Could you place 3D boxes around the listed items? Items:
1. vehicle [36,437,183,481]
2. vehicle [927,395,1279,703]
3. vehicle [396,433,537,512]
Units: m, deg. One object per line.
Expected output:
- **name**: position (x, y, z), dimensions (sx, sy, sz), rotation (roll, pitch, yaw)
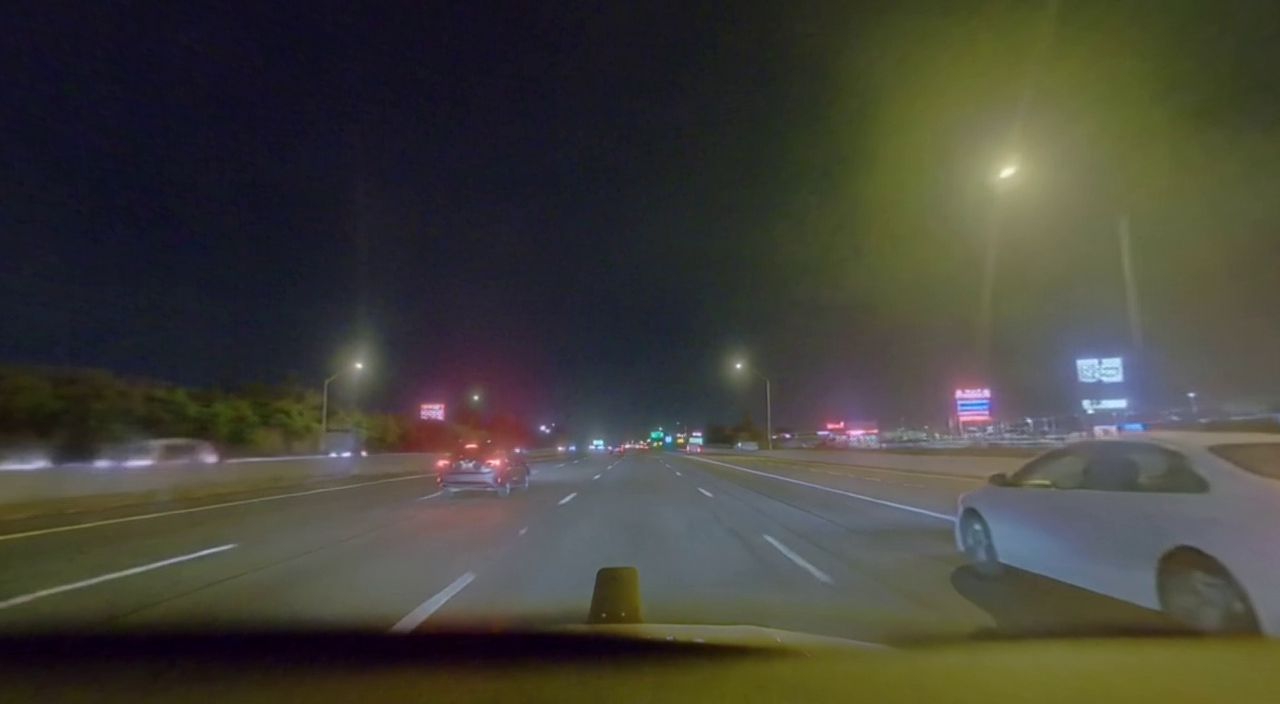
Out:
- **vehicle**: position (-18.942, 3.825, 22.790), dimensions (1.920, 1.437, 3.849), rotation (0, -8, 0)
- **vehicle**: position (3.928, 1.080, 3.681), dimensions (2.164, 1.507, 4.914), rotation (0, -8, -1)
- **vehicle**: position (-3.707, 2.653, 14.372), dimensions (1.939, 1.508, 4.272), rotation (0, -8, 1)
